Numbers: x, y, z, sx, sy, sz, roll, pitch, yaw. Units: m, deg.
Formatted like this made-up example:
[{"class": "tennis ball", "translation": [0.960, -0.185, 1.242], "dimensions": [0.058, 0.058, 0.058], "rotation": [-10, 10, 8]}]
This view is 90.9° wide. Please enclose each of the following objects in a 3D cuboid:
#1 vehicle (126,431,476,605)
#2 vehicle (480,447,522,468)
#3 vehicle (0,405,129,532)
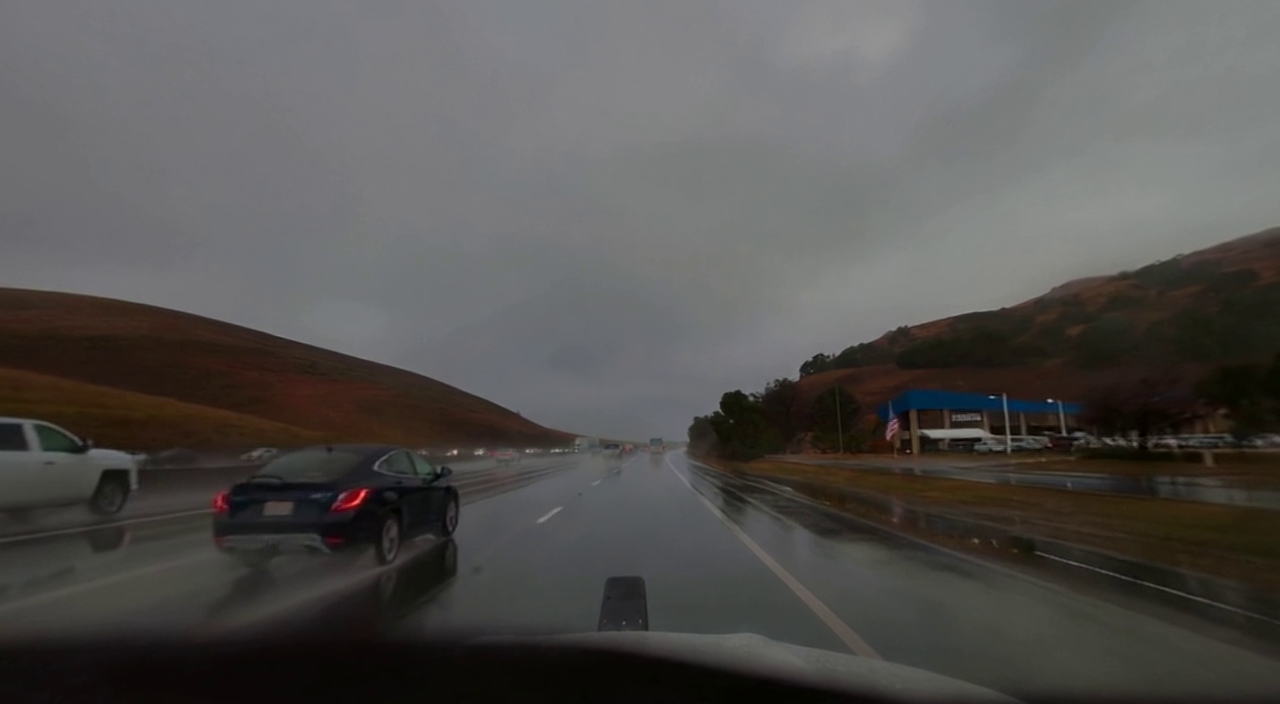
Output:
[{"class": "vehicle", "translation": [-3.509, 1.760, 7.641], "dimensions": [1.896, 1.491, 4.146], "rotation": [0, -8, 0]}, {"class": "vehicle", "translation": [-10.230, 7.799, 46.834], "dimensions": [1.927, 1.454, 4.395], "rotation": [-1, -8, 3]}, {"class": "vehicle", "translation": [-11.137, 1.769, 9.446], "dimensions": [2.284, 1.966, 5.406], "rotation": [-1, -8, 2]}]
